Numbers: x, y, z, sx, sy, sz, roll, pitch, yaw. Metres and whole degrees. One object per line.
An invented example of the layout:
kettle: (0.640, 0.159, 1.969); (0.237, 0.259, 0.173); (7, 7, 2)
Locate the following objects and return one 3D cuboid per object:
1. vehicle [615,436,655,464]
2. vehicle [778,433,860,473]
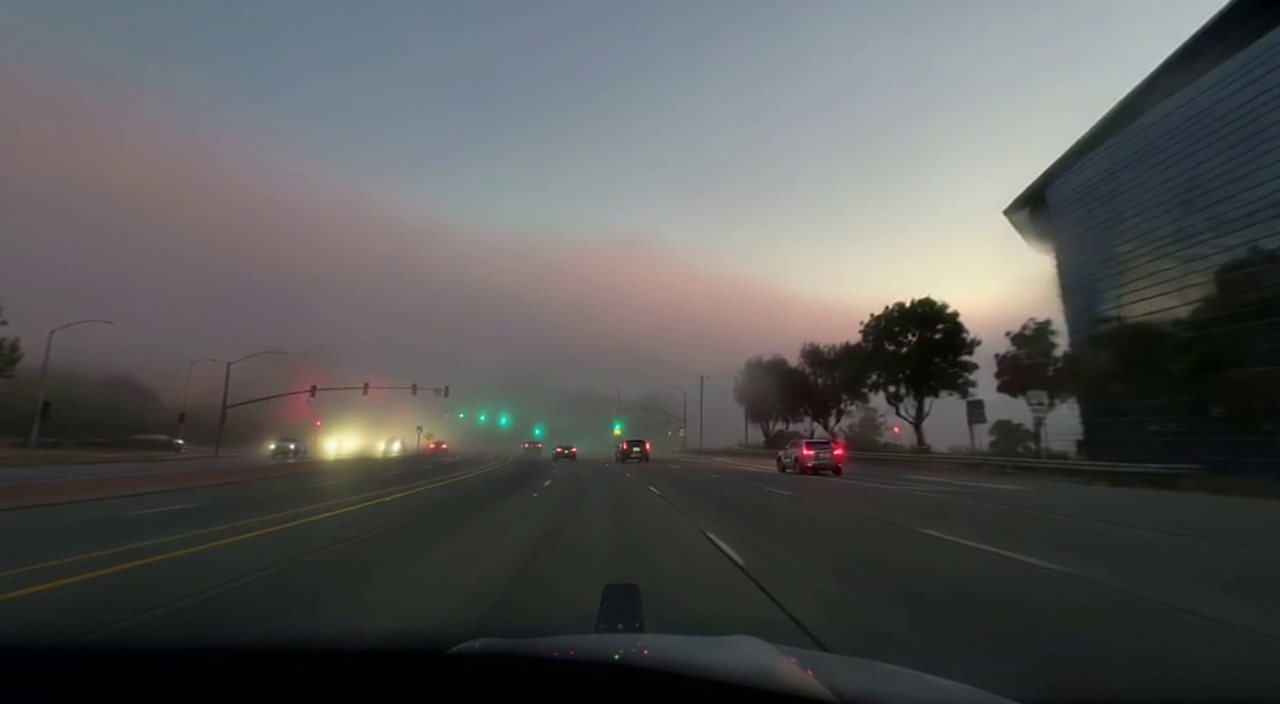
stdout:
vehicle: (-0.372, 6.346, 40.963); (2.024, 1.724, 3.928); (1, -9, -9)
vehicle: (8.359, 4.764, 30.021); (2.130, 1.741, 4.665); (1, -8, -5)
